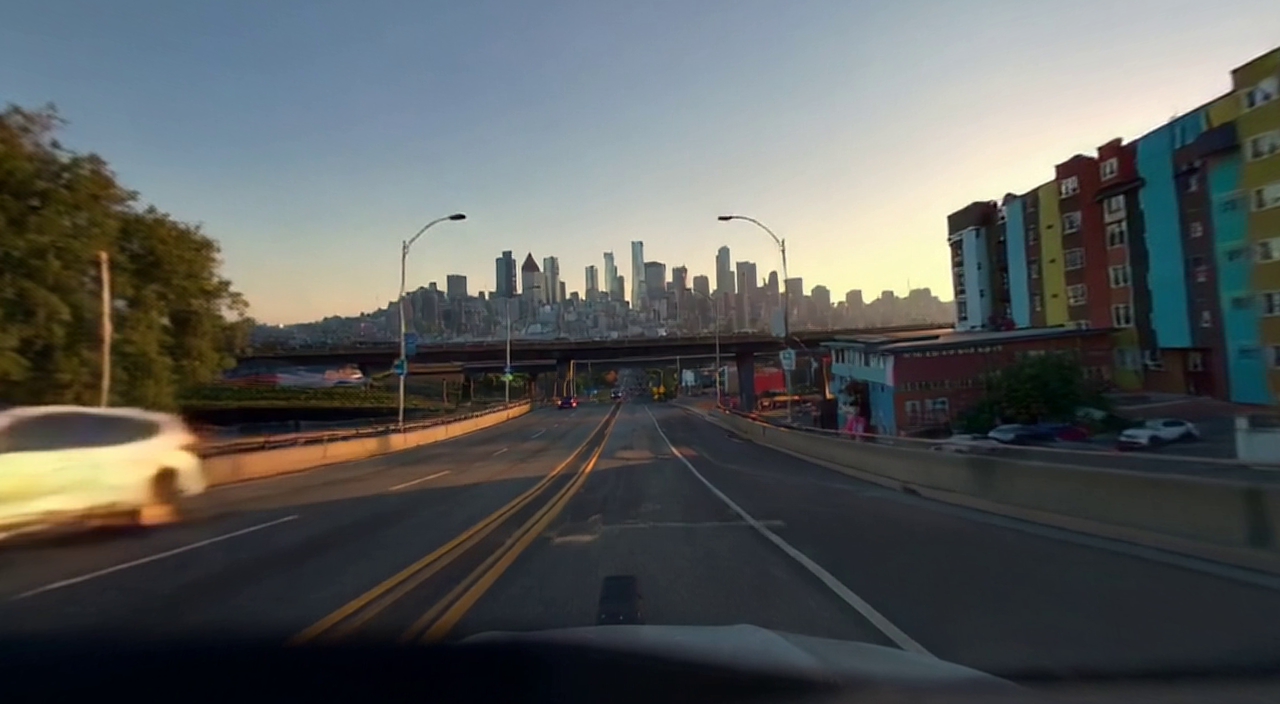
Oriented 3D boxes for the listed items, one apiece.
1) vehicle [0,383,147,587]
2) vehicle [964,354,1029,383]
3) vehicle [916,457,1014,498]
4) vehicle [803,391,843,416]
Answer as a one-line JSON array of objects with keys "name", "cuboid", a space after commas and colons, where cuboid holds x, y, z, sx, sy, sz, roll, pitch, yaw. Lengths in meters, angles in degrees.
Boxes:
[{"name": "vehicle", "cuboid": [-6.668, 1.072, 4.891, 2.175, 1.771, 4.352, 0, -8, -1]}, {"name": "vehicle", "cuboid": [26.851, 1.247, 47.666, 3.698, 1.510, 1.672, -5, -14, -2]}, {"name": "vehicle", "cuboid": [13.854, 5.338, 27.213, 1.809, 1.497, 3.837, -1, -9, -6]}, {"name": "vehicle", "cuboid": [13.751, 3.916, 47.637, 1.779, 1.489, 3.734, 2, -9, -2]}]
